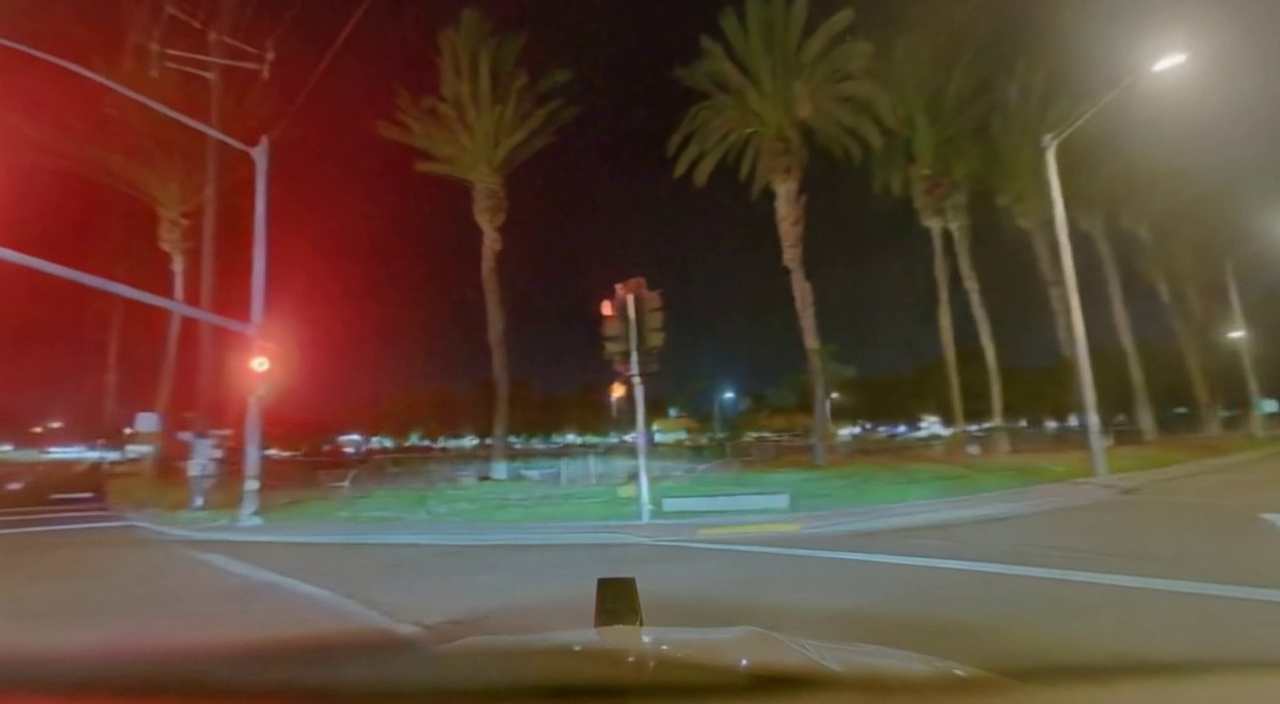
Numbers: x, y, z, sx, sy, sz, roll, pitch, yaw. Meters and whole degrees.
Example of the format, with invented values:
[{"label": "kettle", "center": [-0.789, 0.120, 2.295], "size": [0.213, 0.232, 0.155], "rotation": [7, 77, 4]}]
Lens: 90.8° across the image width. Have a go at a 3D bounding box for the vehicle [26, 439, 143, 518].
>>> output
[{"label": "vehicle", "center": [-15.342, 3.424, 17.712], "size": [2.006, 1.867, 4.651], "rotation": [6, -10, -37]}]
